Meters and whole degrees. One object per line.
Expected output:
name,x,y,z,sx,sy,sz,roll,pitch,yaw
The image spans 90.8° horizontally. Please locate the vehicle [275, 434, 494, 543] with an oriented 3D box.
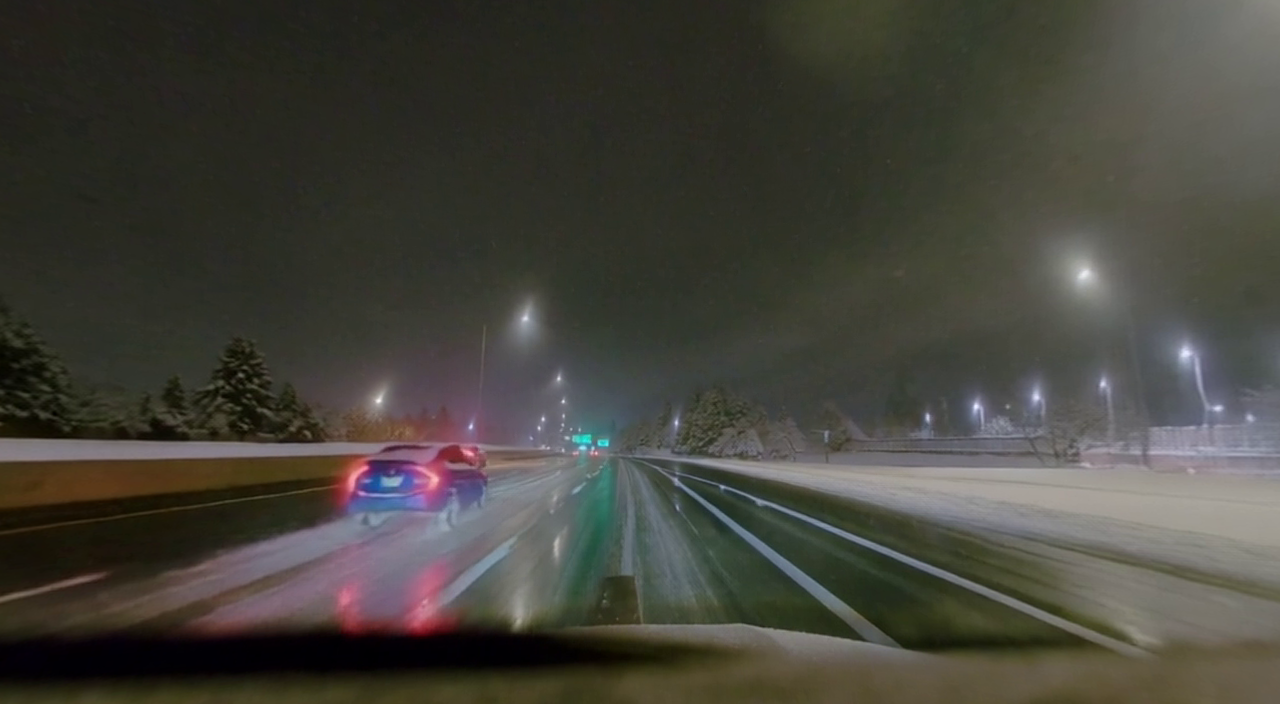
vehicle,-4.123,2.258,11.158,2.050,1.507,4.316,0,-8,0
